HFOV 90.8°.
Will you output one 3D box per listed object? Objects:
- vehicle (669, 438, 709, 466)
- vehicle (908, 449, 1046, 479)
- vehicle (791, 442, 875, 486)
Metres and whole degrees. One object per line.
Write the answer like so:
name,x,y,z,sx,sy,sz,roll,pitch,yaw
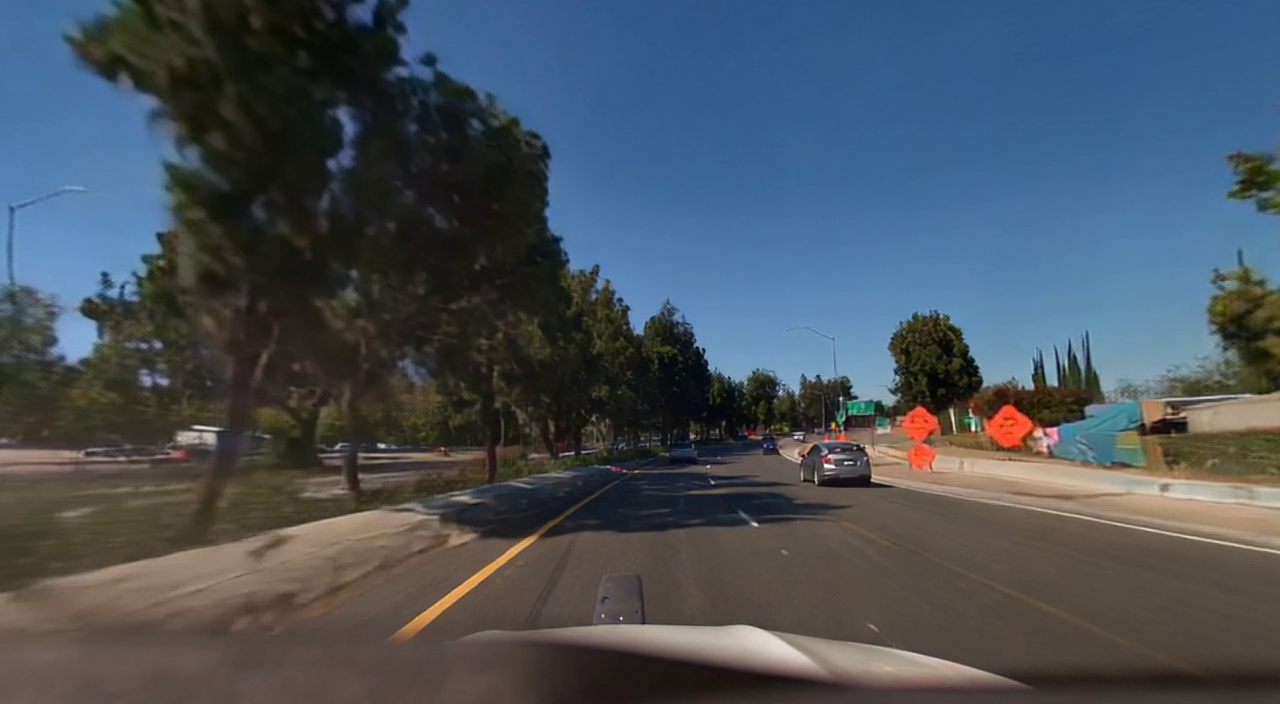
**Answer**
vehicle,3.166,6.316,40.122,2.201,1.676,4.541,-1,-8,8
vehicle,12.937,4.323,24.722,3.503,1.020,4.269,-2,-8,9
vehicle,7.041,4.099,23.529,2.044,1.474,4.083,-1,-8,3
